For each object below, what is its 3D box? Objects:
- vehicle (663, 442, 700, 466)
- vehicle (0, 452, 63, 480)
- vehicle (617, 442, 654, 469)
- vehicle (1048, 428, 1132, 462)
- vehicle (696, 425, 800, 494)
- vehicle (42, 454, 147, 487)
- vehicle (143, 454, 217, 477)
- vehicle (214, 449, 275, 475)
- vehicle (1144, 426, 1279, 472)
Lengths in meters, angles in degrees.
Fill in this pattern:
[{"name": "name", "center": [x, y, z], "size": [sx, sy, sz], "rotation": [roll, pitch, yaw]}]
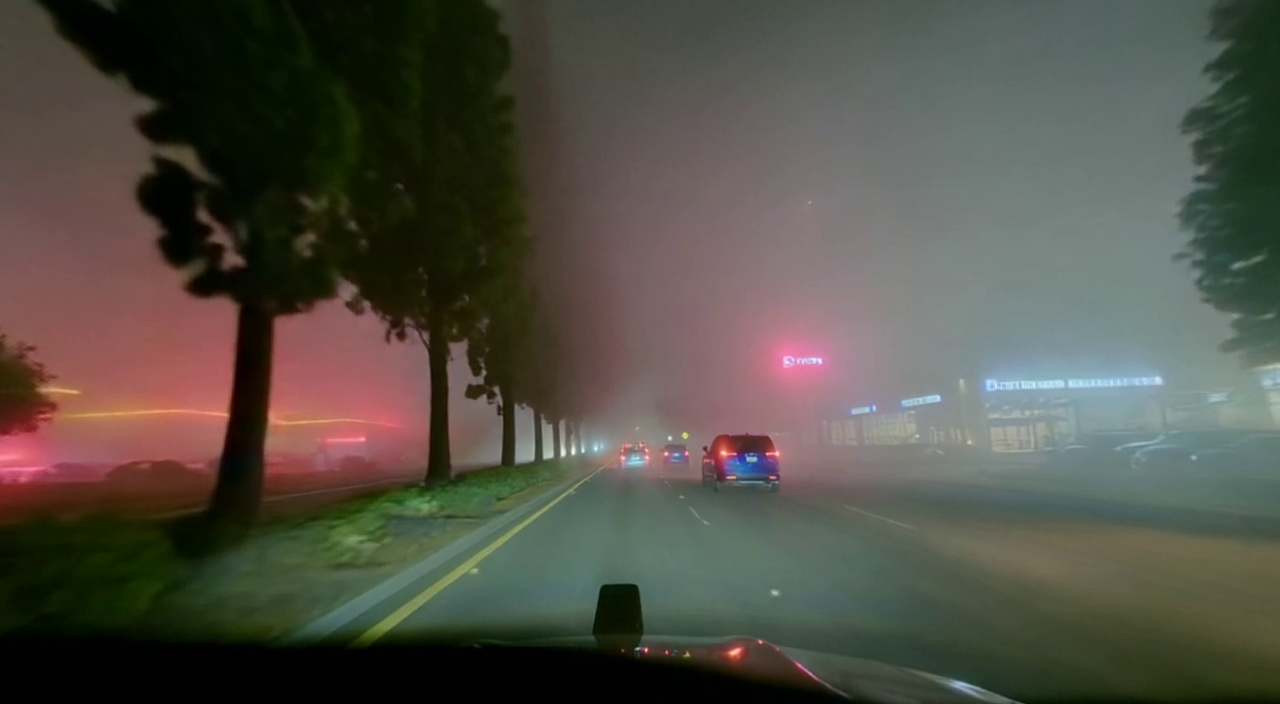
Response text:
[{"name": "vehicle", "center": [2.546, 6.420, 39.810], "size": [1.970, 1.402, 3.756], "rotation": [0, -8, -2]}, {"name": "vehicle", "center": [-43.064, 7.818, 43.339], "size": [1.966, 1.759, 5.491], "rotation": [0, -8, -4]}, {"name": "vehicle", "center": [-0.292, 5.980, 36.792], "size": [2.056, 1.440, 3.798], "rotation": [0, -8, -1]}, {"name": "vehicle", "center": [25.166, 5.221, 35.513], "size": [1.788, 1.741, 4.278], "rotation": [-1, -8, 4]}, {"name": "vehicle", "center": [3.130, 3.234, 19.402], "size": [2.140, 1.811, 4.593], "rotation": [0, -8, -3]}, {"name": "vehicle", "center": [-28.227, 6.130, 32.884], "size": [1.956, 1.476, 3.991], "rotation": [-1, -8, -2]}, {"name": "vehicle", "center": [-32.000, 7.859, 44.133], "size": [1.924, 1.430, 4.367], "rotation": [0, -8, -1]}, {"name": "vehicle", "center": [-28.514, 7.892, 45.684], "size": [1.897, 1.704, 4.153], "rotation": [0, -8, -5]}, {"name": "vehicle", "center": [20.173, 3.272, 21.449], "size": [4.380, 1.444, 1.924], "rotation": [-1, -8, 0]}]
